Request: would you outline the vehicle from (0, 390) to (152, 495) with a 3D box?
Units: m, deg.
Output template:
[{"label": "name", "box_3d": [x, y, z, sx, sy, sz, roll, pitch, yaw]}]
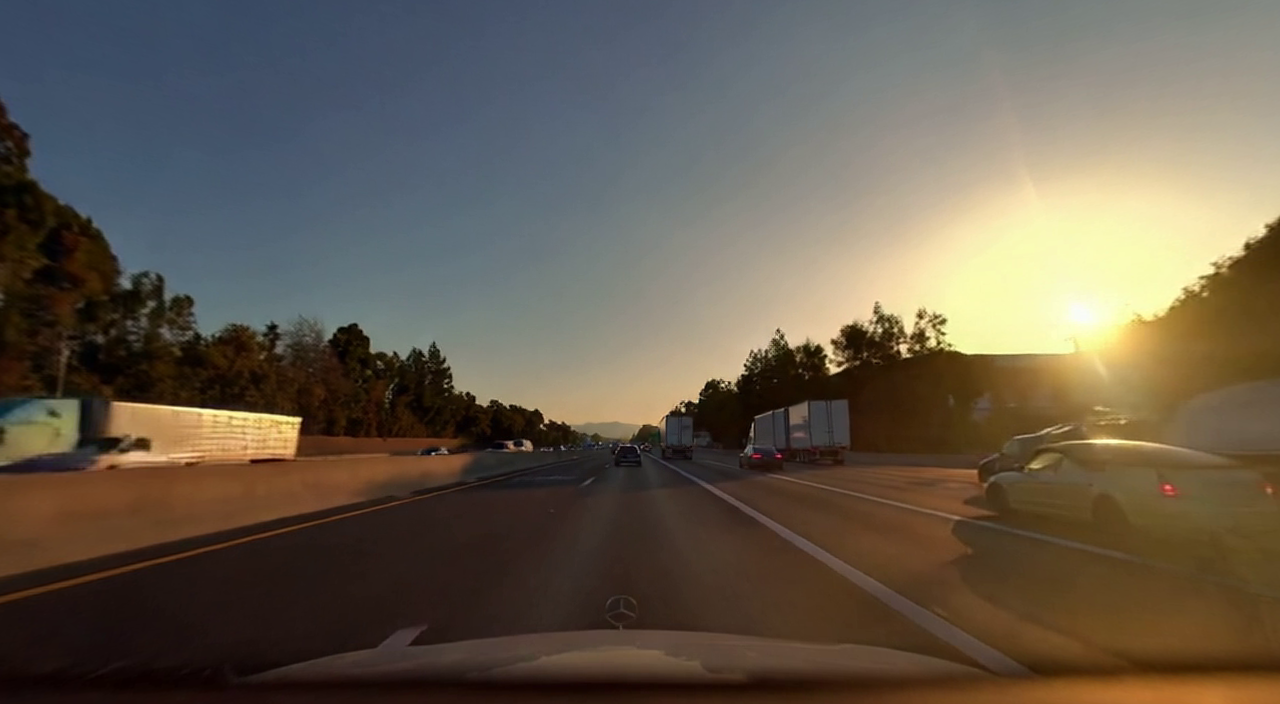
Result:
[{"label": "vehicle", "box_3d": [-20.071, 2.730, 18.968, 2.885, 3.005, 9.889, 0, -9, 0]}]

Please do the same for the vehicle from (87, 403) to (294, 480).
[{"label": "vehicle", "box_3d": [-20.191, 4.215, 29.490, 2.748, 2.999, 9.297, 0, -9, 0]}]

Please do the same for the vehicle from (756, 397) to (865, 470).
[{"label": "vehicle", "box_3d": [11.358, 5.995, 44.967, 2.898, 4.171, 17.188, 0, -9, 0]}]

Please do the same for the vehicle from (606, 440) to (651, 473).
[{"label": "vehicle", "box_3d": [-0.580, 5.421, 32.929, 2.163, 1.551, 4.180, 0, -9, -1]}]

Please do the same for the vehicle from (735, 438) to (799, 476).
[{"label": "vehicle", "box_3d": [5.904, 4.951, 29.924, 2.154, 1.658, 4.347, 0, -9, 0]}]

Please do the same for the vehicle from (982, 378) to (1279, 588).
[{"label": "vehicle", "box_3d": [7.346, 1.613, 8.391, 2.369, 2.007, 5.700, 0, -9, 0]}]
